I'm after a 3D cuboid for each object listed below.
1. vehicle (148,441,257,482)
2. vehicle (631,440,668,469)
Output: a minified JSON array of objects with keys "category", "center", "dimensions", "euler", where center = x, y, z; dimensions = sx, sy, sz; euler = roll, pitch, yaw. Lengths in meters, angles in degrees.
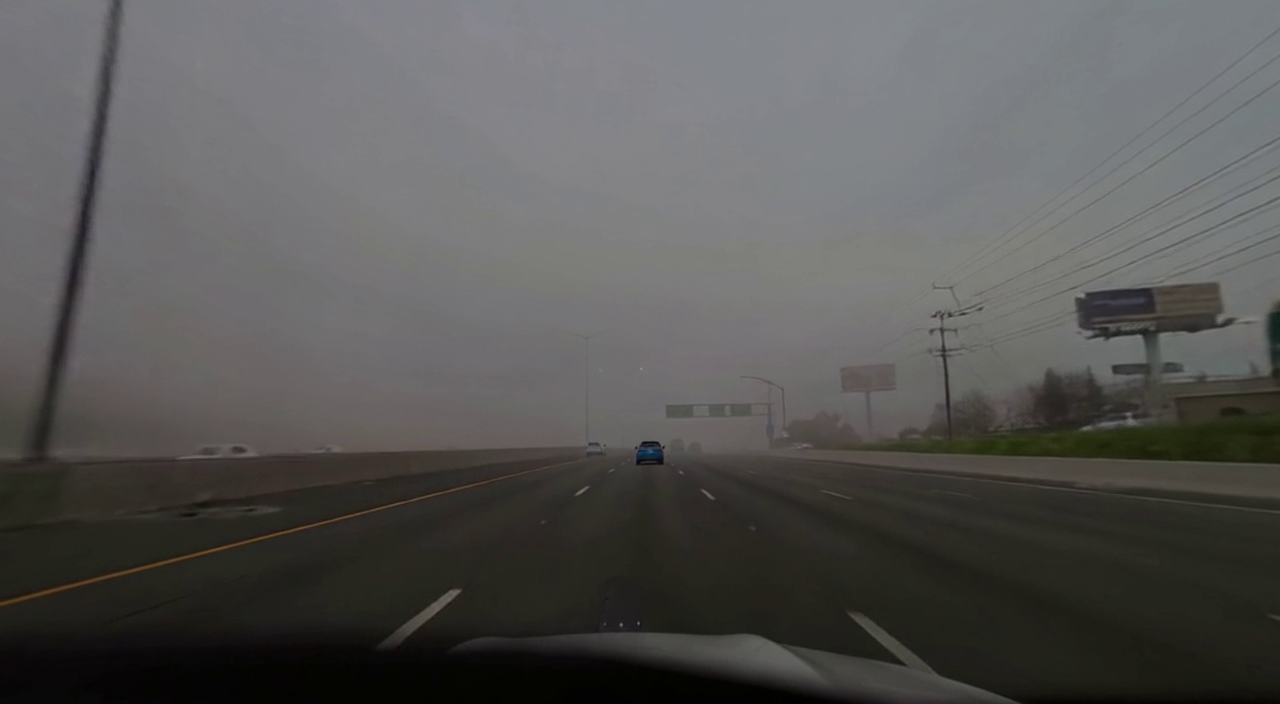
[{"category":"vehicle","center":[-15.705,3.914,22.884],"dimensions":[1.481,1.361,3.357],"euler":[-1,-8,1]},{"category":"vehicle","center":[0.584,5.986,37.126],"dimensions":[2.074,1.574,3.971],"euler":[-1,-8,1]}]
